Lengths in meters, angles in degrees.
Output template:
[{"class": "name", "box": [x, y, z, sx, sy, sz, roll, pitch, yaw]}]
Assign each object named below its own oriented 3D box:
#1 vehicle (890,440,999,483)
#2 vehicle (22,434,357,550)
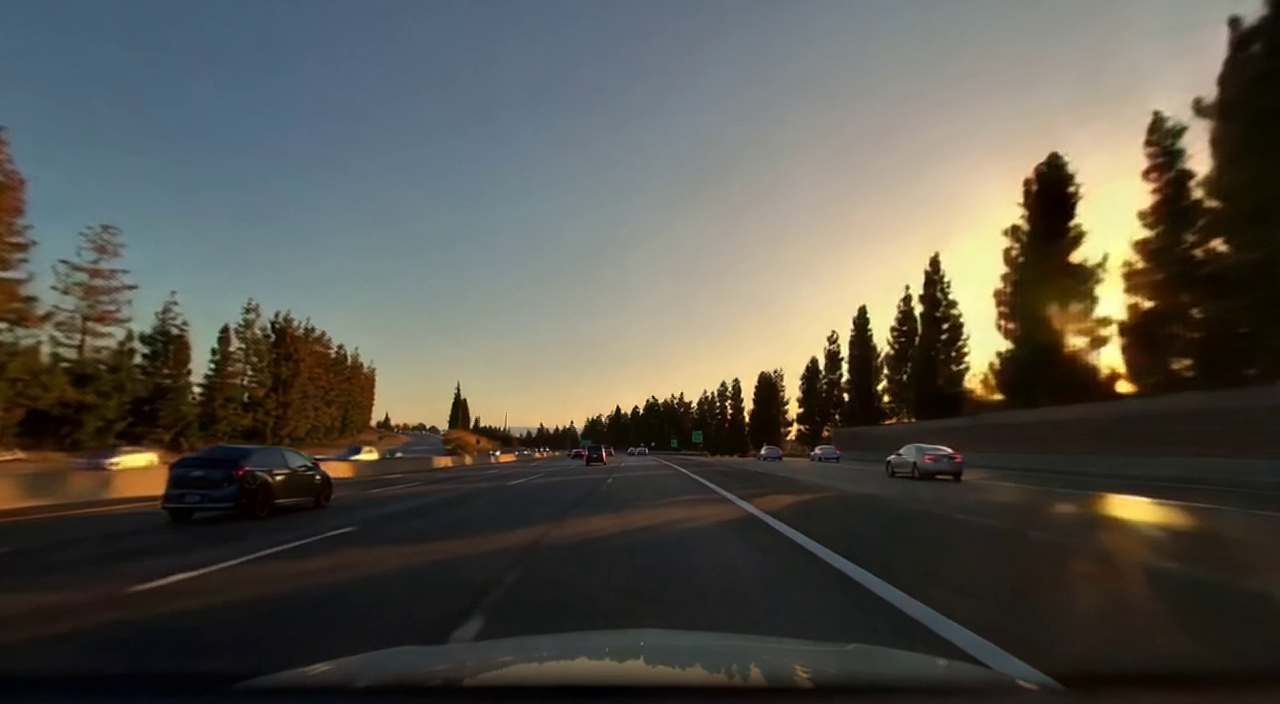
[{"class": "vehicle", "box": [11.928, 4.309, 25.183, 2.201, 1.535, 4.735, 0, -8, 3]}, {"class": "vehicle", "box": [-6.820, 2.128, 10.429, 2.038, 1.463, 4.656, 0, -8, 1]}]
